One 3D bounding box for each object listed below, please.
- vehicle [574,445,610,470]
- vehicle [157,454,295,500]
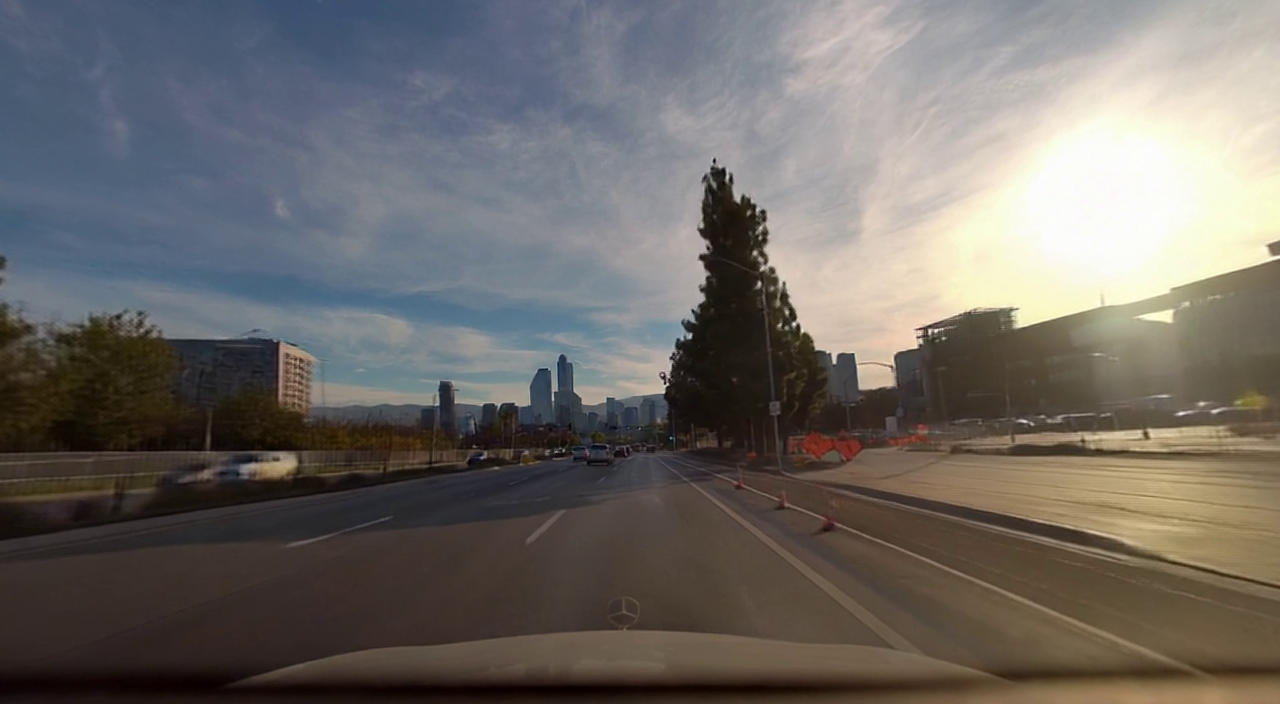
[{"bbox_3d":[-3.327,7.356,44.434,2.121,1.654,3.993,0,-8,1],"label":"vehicle"},{"bbox_3d":[-15.252,4.598,23.675,1.882,1.472,4.796,0,-8,1],"label":"vehicle"}]
